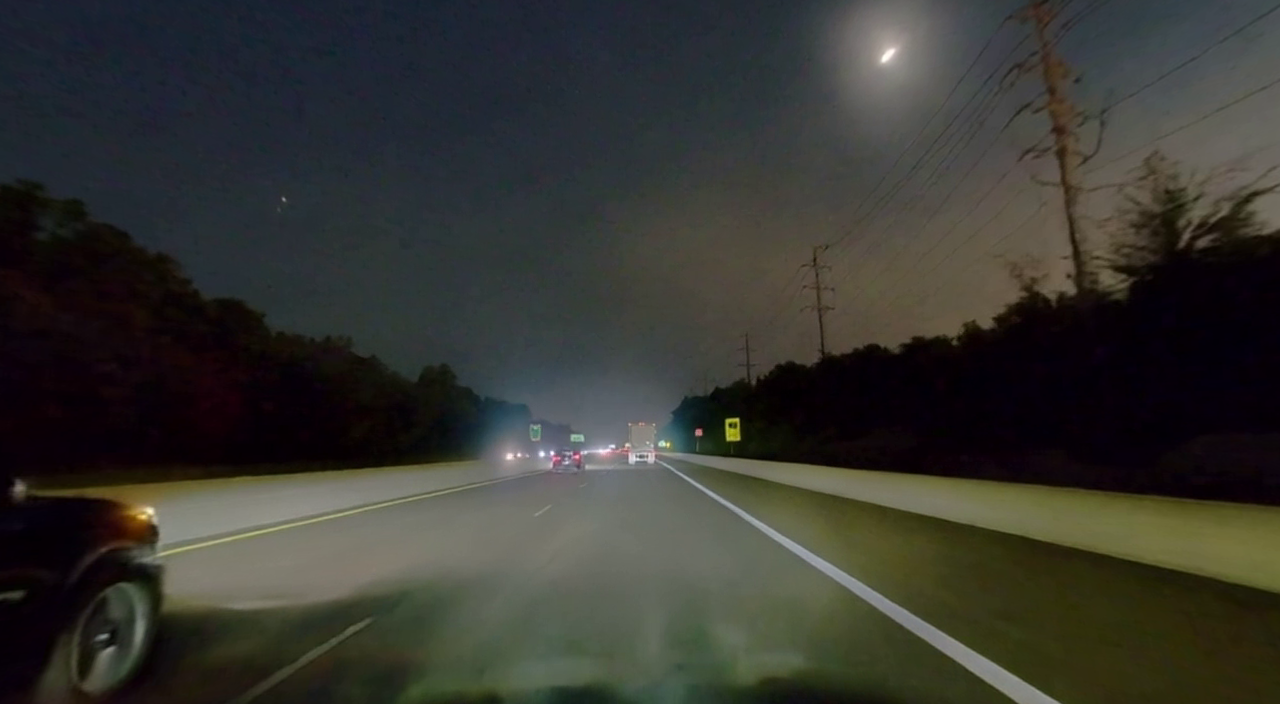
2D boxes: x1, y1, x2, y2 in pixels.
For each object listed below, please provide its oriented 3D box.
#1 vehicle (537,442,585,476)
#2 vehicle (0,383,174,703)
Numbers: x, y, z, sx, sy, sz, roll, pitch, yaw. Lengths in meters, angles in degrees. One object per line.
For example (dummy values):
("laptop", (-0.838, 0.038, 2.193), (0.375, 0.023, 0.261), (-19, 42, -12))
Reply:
("vehicle", (-4.258, 5.836, 34.722), (2.111, 1.735, 4.066), (0, -9, 0))
("vehicle", (-3.903, 0.763, 1.283), (2.049, 1.697, 4.998), (0, -9, 0))
